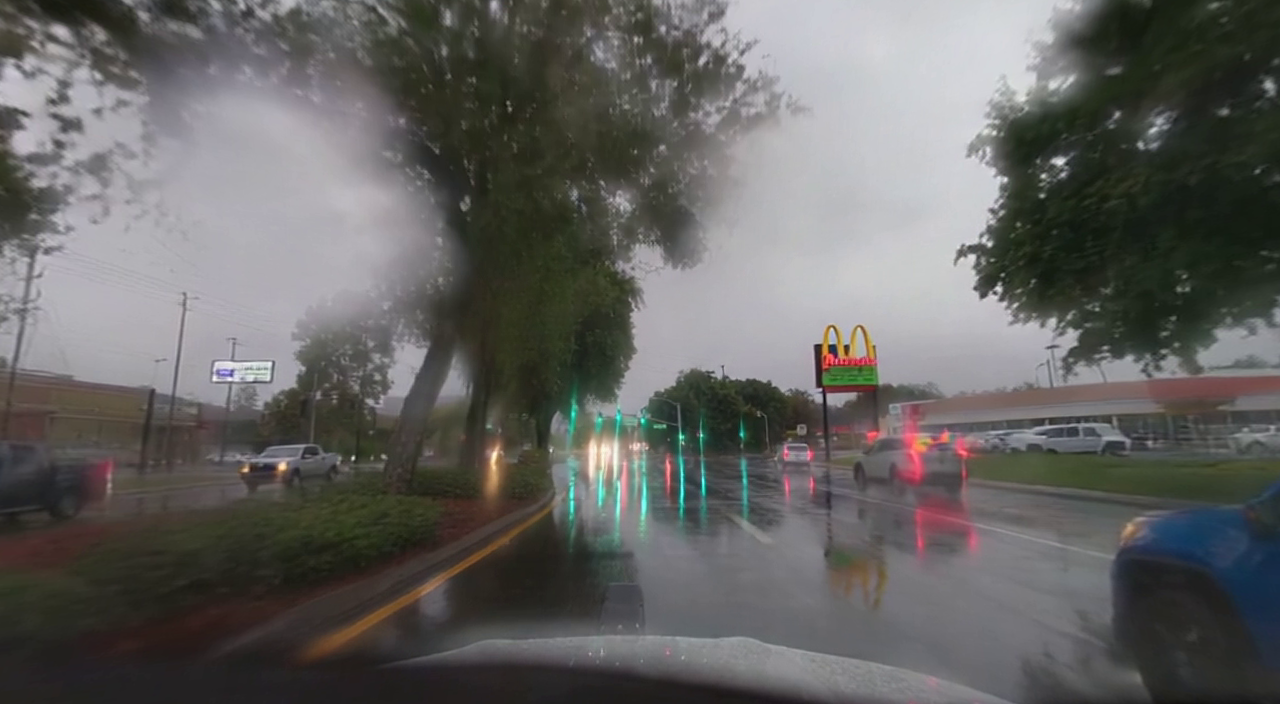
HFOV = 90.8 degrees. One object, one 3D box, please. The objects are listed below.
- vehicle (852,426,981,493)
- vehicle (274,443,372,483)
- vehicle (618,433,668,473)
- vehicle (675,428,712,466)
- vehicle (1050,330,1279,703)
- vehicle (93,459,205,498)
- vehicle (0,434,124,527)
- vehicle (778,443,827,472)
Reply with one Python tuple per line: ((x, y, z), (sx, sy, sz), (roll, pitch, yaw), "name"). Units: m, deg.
((8.142, 3.203, 19.130), (1.977, 1.786, 4.344), (0, -9, 1), "vehicle")
((-14.450, 5.084, 29.142), (2.136, 1.676, 4.371), (-1, -9, 2), "vehicle")
((0.119, 5.261, 32.993), (2.402, 1.938, 4.535), (0, -9, -1), "vehicle")
((3.815, 6.844, 45.648), (2.239, 2.586, 4.586), (0, -8, 0), "vehicle")
((3.503, 0.637, 1.488), (2.076, 1.716, 4.416), (0, -9, 0), "vehicle")
((-21.836, 5.600, 28.285), (1.879, 1.520, 3.830), (0, -9, 0), "vehicle")
((-13.943, 2.652, 13.103), (2.159, 1.836, 5.038), (0, -9, 0), "vehicle")
((9.129, 5.938, 35.863), (1.879, 1.517, 4.006), (-1, -9, 2), "vehicle")
